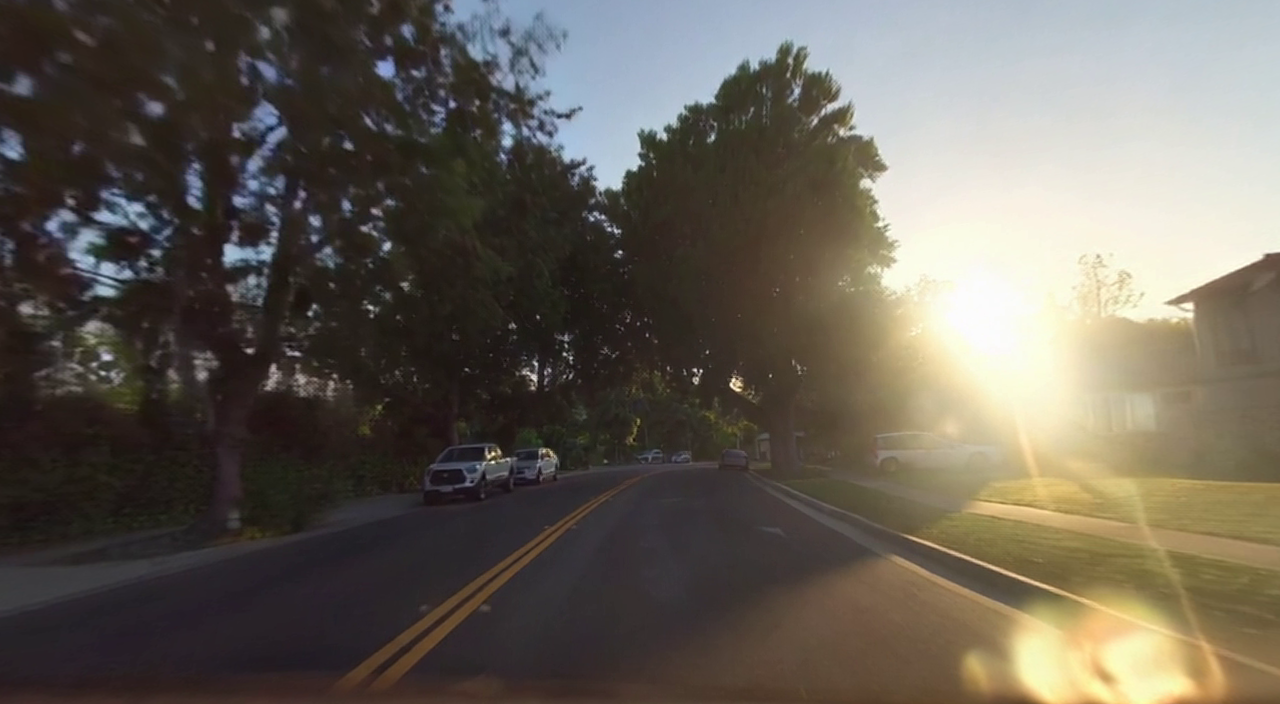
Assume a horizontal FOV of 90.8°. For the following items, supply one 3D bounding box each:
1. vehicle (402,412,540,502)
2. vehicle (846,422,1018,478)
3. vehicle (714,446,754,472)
[{"bbox_3d":[-5.176,3.630,20.600,2.334,2.126,6.444,-5,-15,3],"label":"vehicle"},{"bbox_3d":[10.634,3.639,23.485,5.325,1.939,2.150,-2,-8,10],"label":"vehicle"},{"bbox_3d":[5.495,6.169,36.614,1.948,1.408,4.345,-2,-8,12],"label":"vehicle"}]
